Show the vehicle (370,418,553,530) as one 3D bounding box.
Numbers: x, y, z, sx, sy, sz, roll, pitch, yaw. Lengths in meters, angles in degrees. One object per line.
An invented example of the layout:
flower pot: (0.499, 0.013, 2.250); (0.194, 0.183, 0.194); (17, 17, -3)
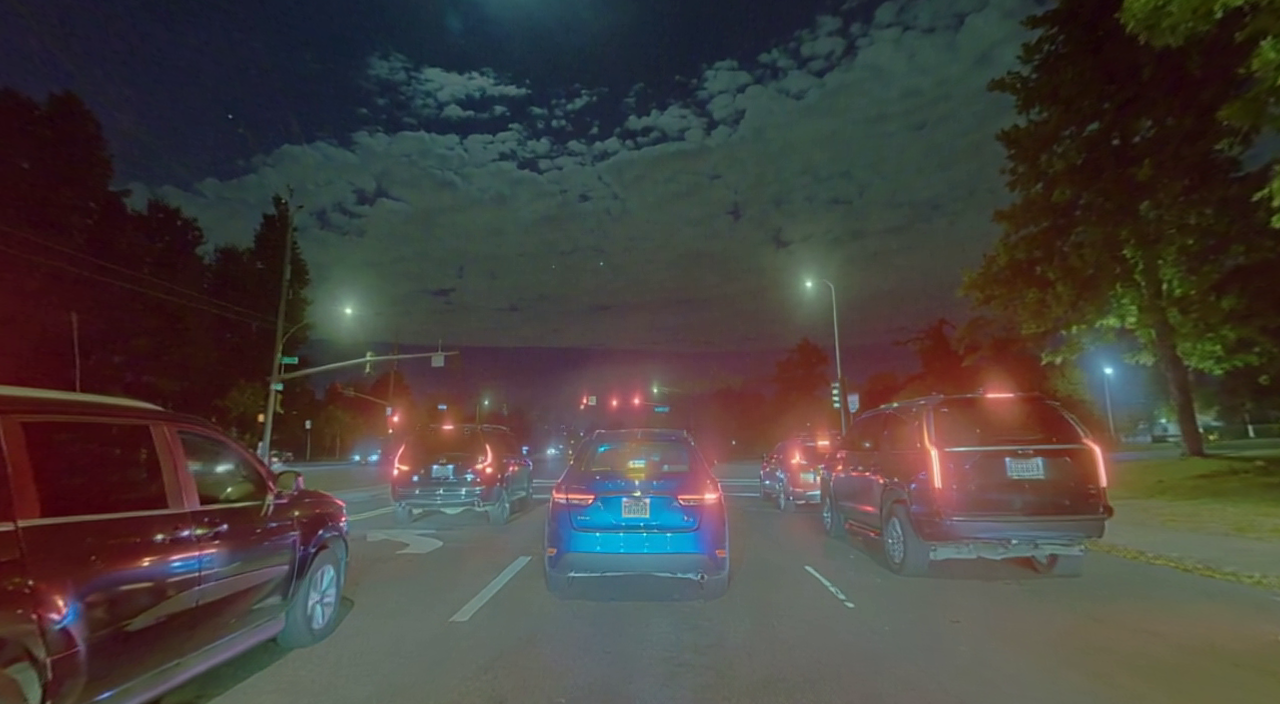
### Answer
vehicle: (-3.183, 2.298, 12.445); (2.117, 1.772, 4.619); (0, -8, 2)

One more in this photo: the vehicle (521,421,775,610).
vehicle: (0.025, 1.600, 7.072); (2.021, 1.490, 3.948); (0, -8, -1)

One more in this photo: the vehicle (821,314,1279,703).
vehicle: (3.220, 1.105, 4.738); (2.141, 1.833, 4.704); (0, -8, -2)

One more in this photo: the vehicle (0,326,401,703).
vehicle: (-3.121, 0.958, 3.295); (1.982, 1.721, 4.261); (0, -8, 1)
